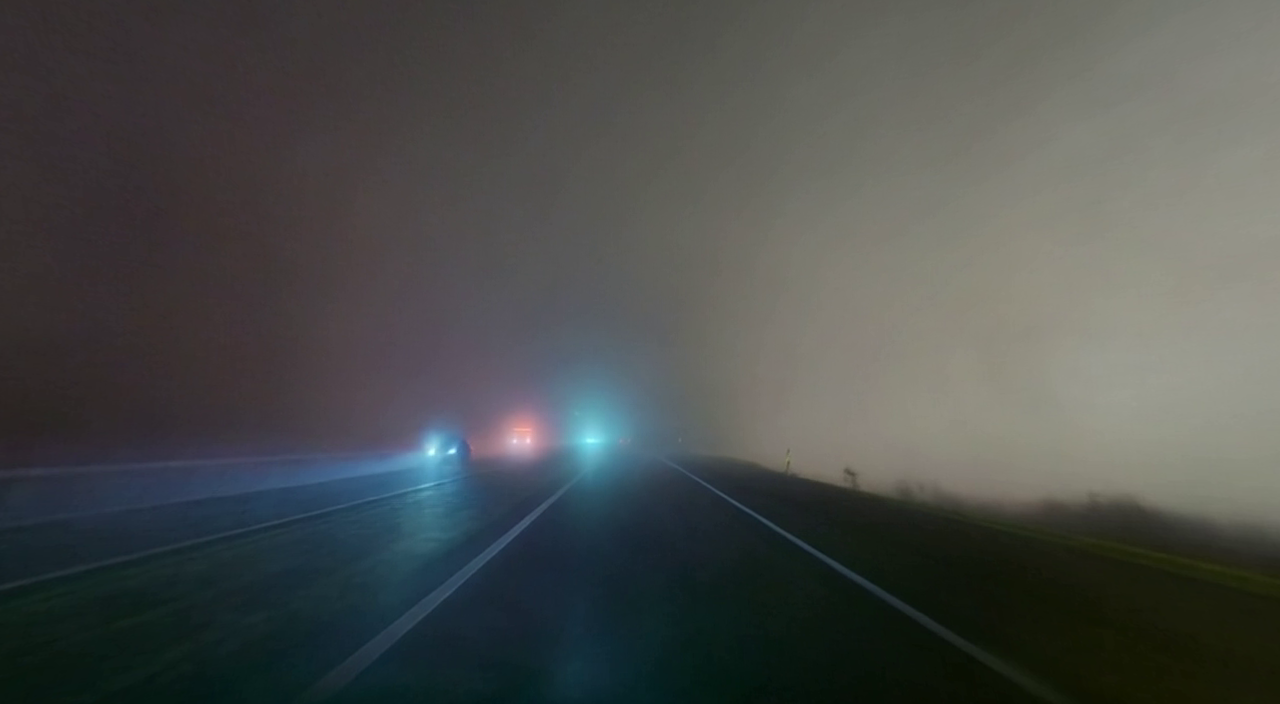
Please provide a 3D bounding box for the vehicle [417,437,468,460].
[{"bbox_3d":[-13.504,6.604,43.327,2.102,1.449,4.500,0,-8,-1],"label":"vehicle"}]
